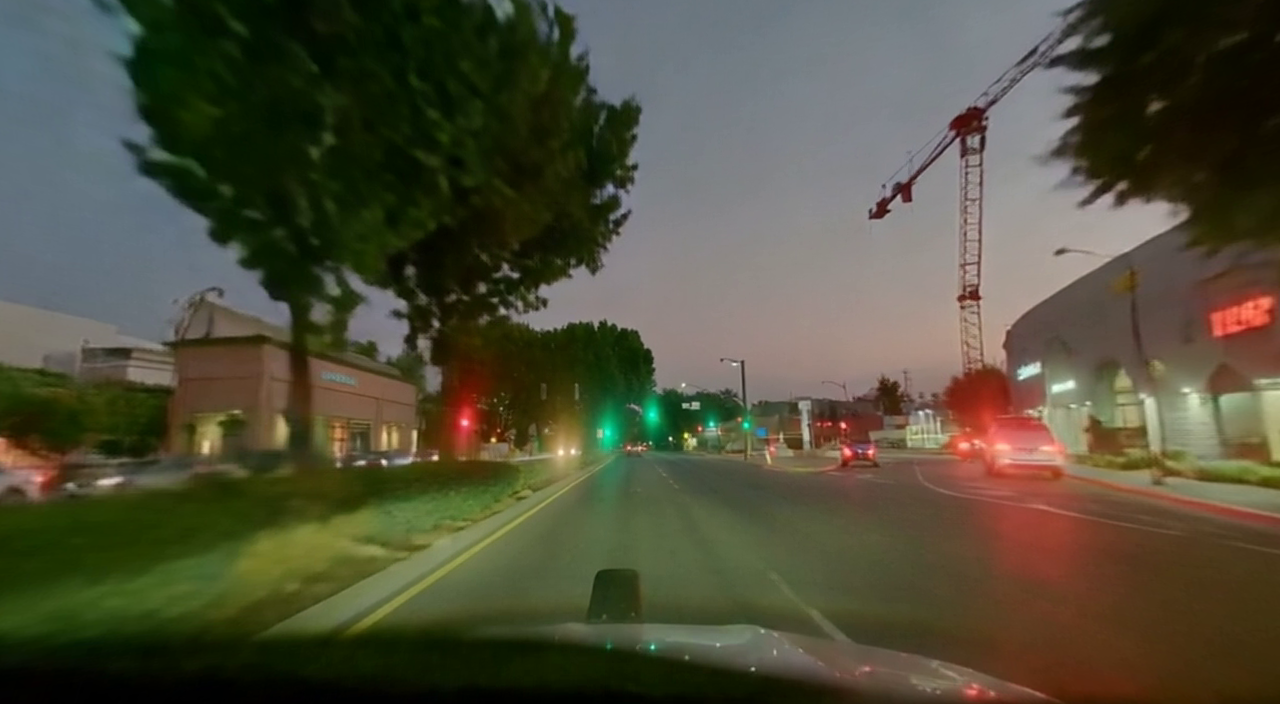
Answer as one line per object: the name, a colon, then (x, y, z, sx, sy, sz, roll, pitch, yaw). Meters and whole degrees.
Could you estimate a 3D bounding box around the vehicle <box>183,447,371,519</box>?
vehicle: (-8.484, 3.053, 15.354, 1.960, 1.461, 4.433, 0, -9, 0)

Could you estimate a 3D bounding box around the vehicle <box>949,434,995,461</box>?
vehicle: (25.224, 7.297, 48.149, 2.159, 1.920, 4.948, -3, -9, 17)

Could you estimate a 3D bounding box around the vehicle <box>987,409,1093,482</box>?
vehicle: (16.859, 3.994, 27.068, 2.311, 2.722, 5.823, -3, -9, 18)

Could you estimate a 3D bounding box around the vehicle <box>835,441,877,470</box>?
vehicle: (12.449, 5.908, 36.257, 1.961, 1.485, 4.762, -4, -9, 22)

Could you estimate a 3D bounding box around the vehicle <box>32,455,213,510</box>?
vehicle: (-16.293, 4.089, 20.301, 1.852, 1.476, 4.704, 0, -9, -1)

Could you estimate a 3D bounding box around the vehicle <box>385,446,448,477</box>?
vehicle: (-12.096, 5.938, 34.514, 1.897, 1.557, 4.218, 0, -8, 0)
